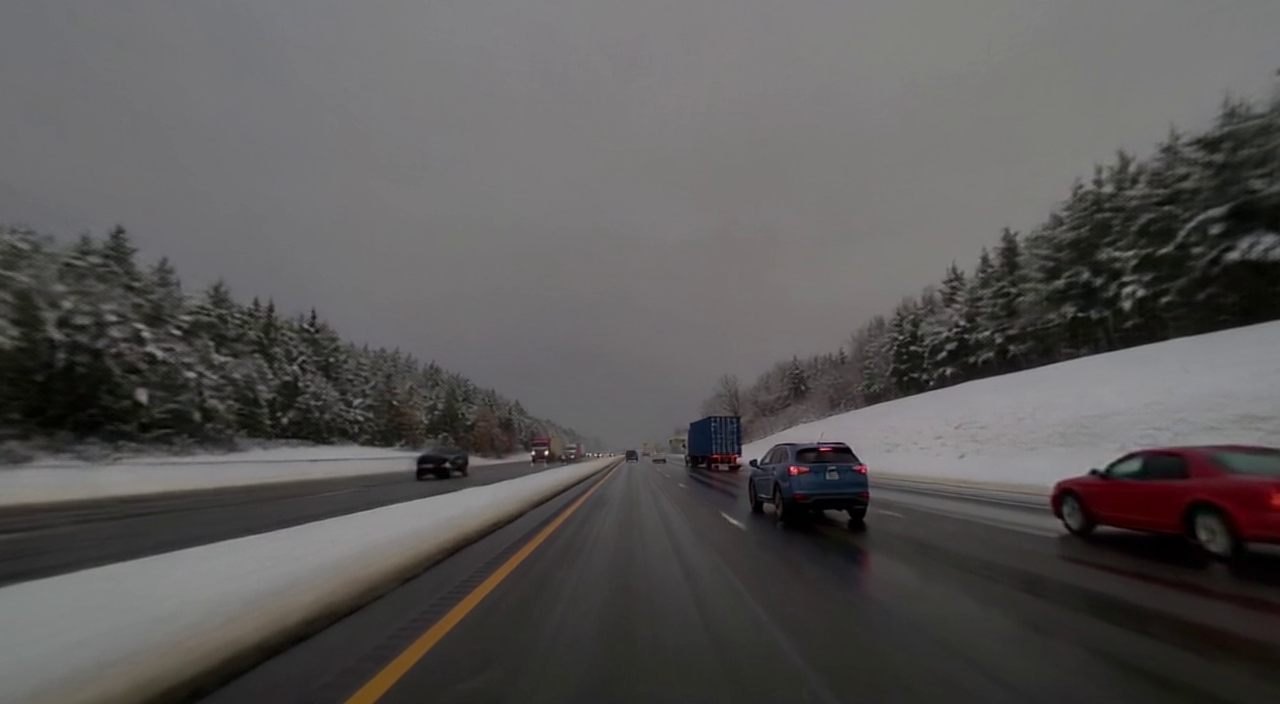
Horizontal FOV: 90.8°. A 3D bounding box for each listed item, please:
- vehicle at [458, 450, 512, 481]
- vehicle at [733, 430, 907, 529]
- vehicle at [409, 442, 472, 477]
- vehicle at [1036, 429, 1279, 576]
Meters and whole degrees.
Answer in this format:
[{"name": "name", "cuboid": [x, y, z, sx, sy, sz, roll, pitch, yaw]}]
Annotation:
[{"name": "vehicle", "cuboid": [-7.704, 5.625, 31.627, 1.760, 1.437, 3.634, 0, -9, 0]}, {"name": "vehicle", "cuboid": [3.409, 2.522, 13.044, 2.130, 1.658, 4.537, 0, -9, -2]}, {"name": "vehicle", "cuboid": [-11.803, 6.376, 37.704, 2.095, 1.901, 5.025, 0, -9, 0]}, {"name": "vehicle", "cuboid": [7.445, 1.739, 7.803, 2.024, 1.471, 4.618, 0, -9, -1]}]
